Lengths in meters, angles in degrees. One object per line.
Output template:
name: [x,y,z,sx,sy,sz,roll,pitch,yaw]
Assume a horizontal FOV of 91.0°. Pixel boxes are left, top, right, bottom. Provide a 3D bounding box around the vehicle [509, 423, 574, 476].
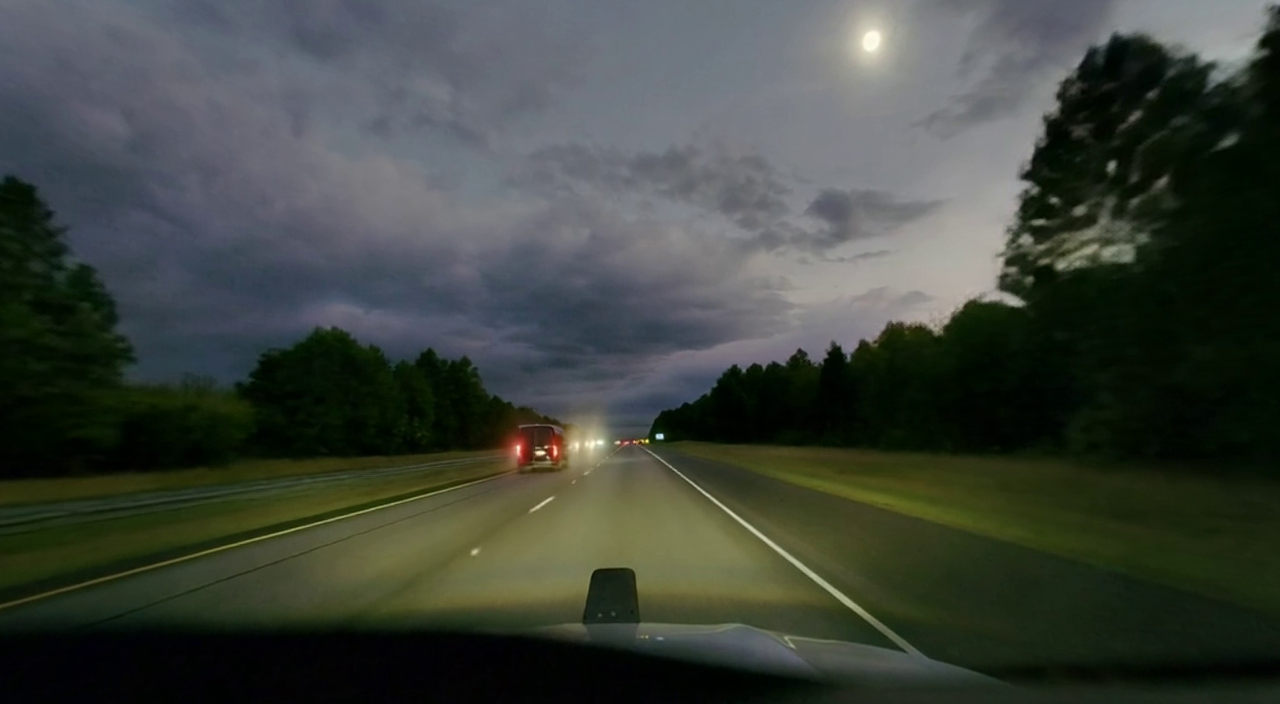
vehicle: [-4.053,4.100,26.689,1.976,2.029,4.737,-1,-8,0]
